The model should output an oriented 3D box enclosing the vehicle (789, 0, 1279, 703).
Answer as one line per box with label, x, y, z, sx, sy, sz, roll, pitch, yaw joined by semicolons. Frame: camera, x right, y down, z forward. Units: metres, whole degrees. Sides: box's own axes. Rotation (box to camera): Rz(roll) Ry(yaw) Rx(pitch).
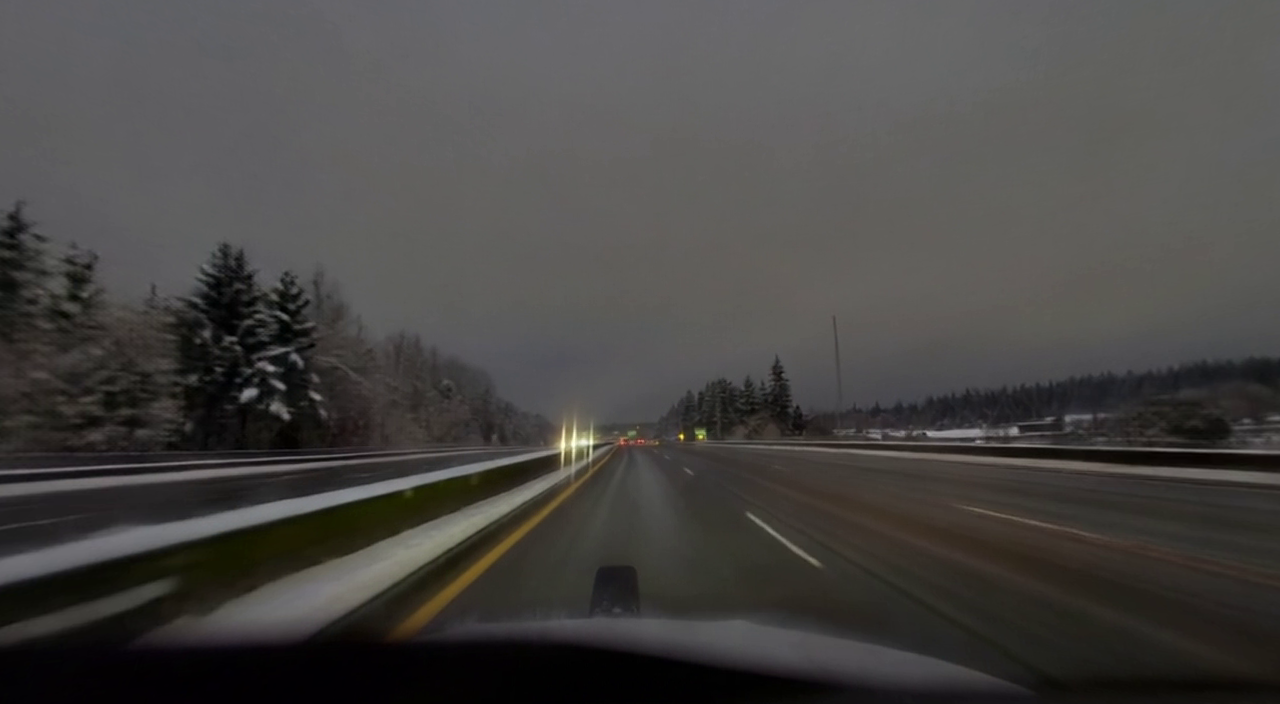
vehicle;3.504;0.118;5.119;3.004;3.894;5.738;0;-8;-1
